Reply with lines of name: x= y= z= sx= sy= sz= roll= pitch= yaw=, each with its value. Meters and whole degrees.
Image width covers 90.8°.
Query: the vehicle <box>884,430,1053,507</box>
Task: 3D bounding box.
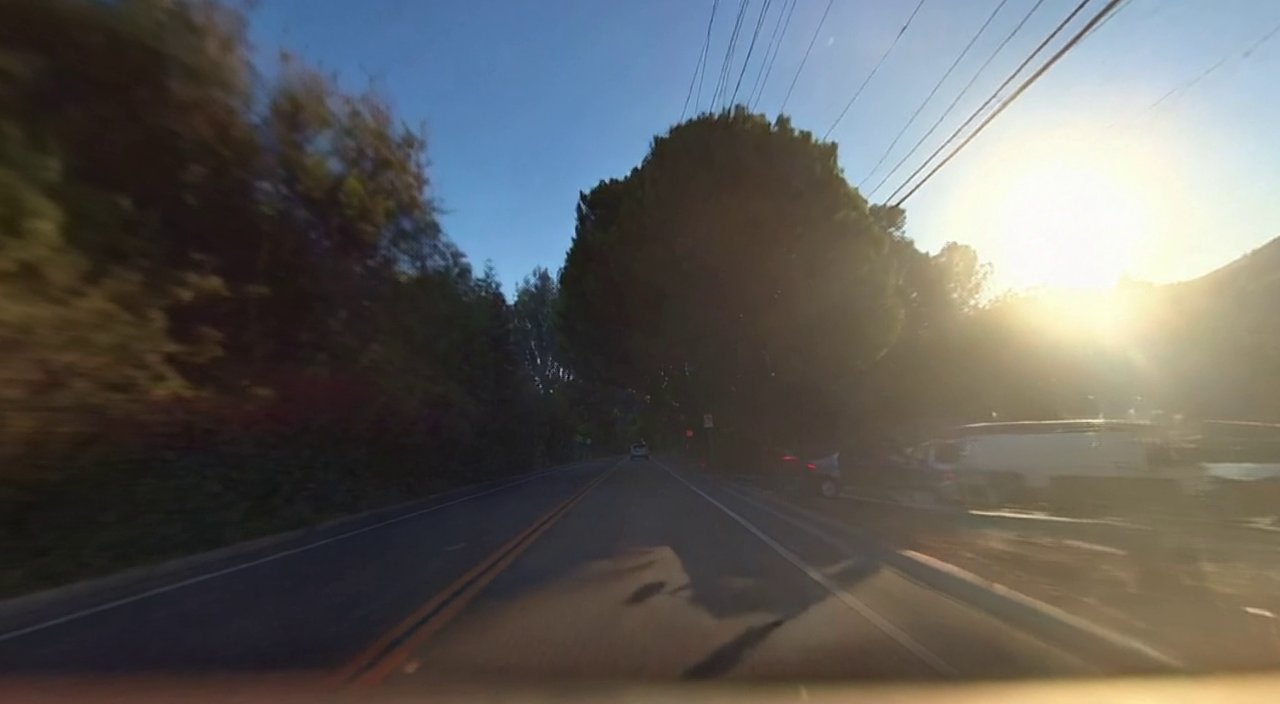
vehicle: x=8.886 y=3.170 z=17.009 sx=4.536 sy=1.796 sz=1.988 roll=8 pitch=-13 yaw=-33

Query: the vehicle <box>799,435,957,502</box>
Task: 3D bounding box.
vehicle: x=7.261 y=3.523 z=19.193 sx=4.620 sy=1.820 sz=1.917 roll=6 pitch=-10 yaw=-29
